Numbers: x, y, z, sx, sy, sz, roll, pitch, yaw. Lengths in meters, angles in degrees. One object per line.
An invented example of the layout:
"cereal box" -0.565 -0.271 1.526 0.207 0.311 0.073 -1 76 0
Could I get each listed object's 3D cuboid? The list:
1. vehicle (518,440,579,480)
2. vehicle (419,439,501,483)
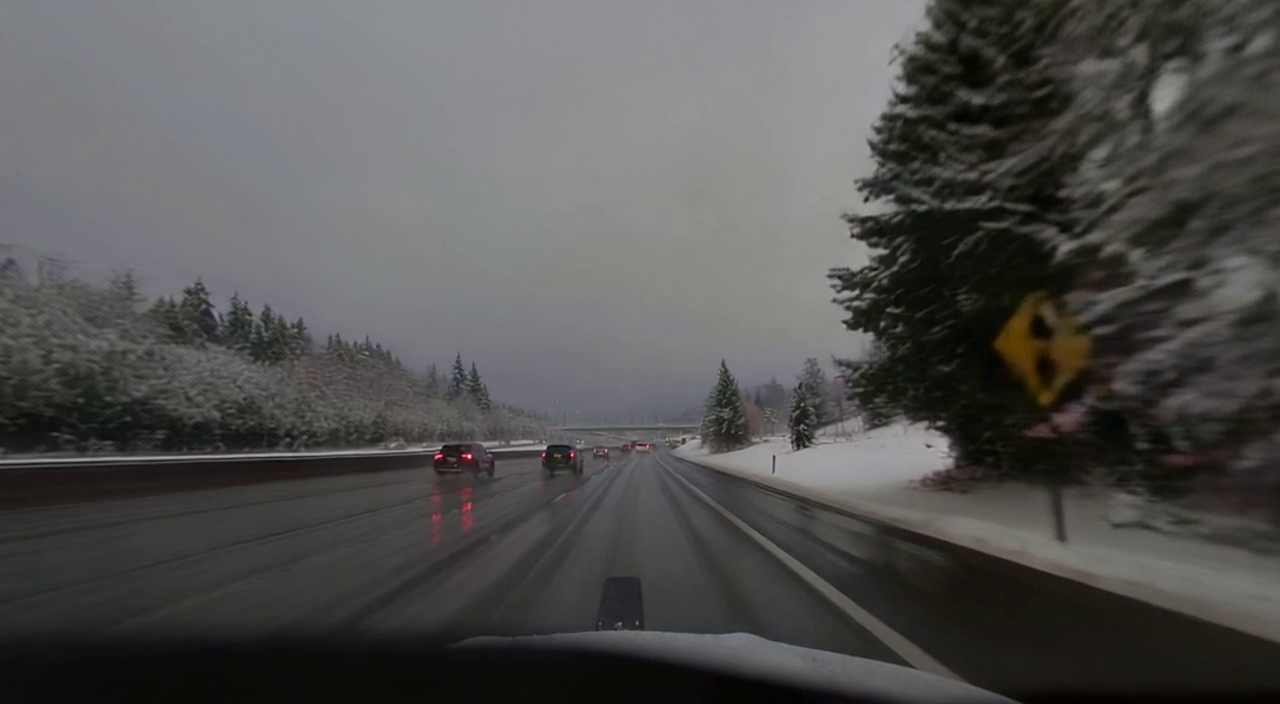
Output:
"vehicle" -4.107 4.935 29.020 2.035 1.673 4.469 0 -9 1
"vehicle" -7.576 4.629 27.047 2.108 1.686 4.556 0 -9 1
